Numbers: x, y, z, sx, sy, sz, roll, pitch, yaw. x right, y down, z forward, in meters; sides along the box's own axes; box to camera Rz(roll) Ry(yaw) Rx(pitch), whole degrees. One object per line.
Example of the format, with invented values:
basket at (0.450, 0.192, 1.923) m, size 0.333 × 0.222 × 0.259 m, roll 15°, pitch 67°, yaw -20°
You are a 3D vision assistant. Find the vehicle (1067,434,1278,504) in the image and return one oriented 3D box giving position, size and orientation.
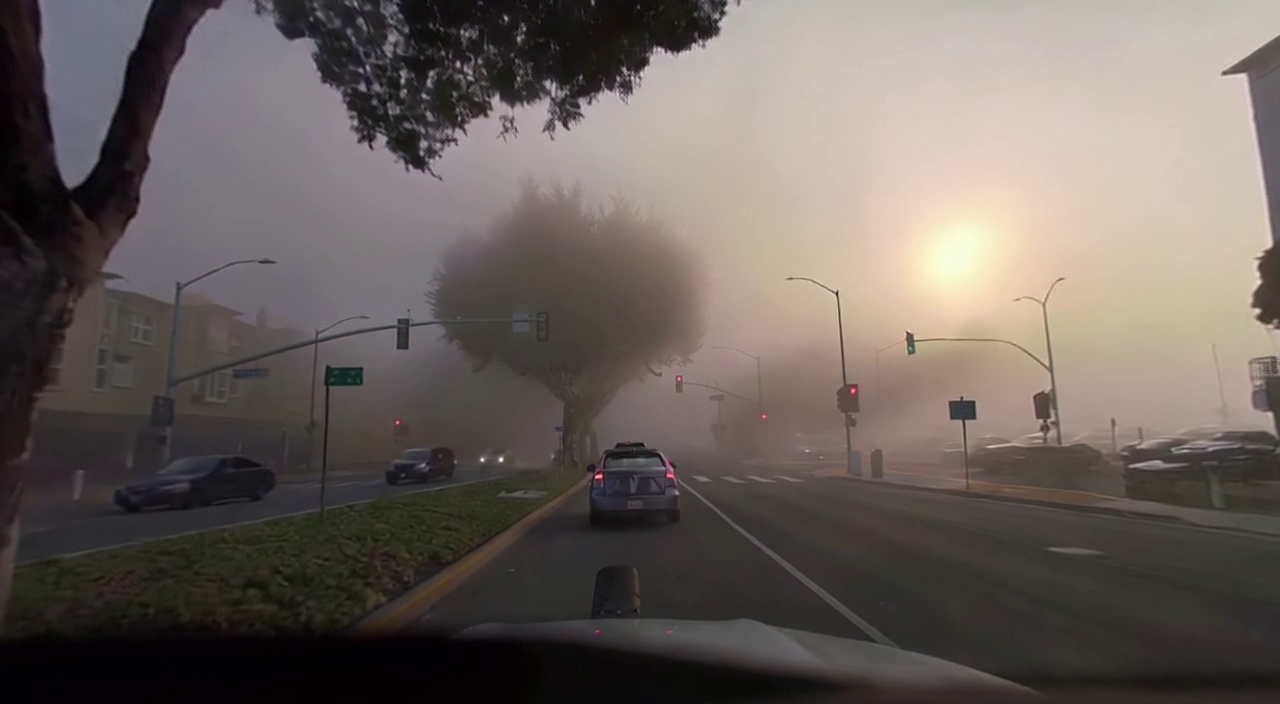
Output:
vehicle at (13.082, 2.884, 15.859) m, size 1.859 × 1.525 × 3.948 m, roll 0°, pitch -9°, yaw 1°

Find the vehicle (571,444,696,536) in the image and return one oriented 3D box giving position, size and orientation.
vehicle at (-0.188, 2.541, 12.221) m, size 2.010 × 1.447 × 4.121 m, roll 0°, pitch -9°, yaw -3°

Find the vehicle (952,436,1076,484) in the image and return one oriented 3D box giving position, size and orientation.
vehicle at (13.072, 3.797, 22.310) m, size 1.887 × 1.504 × 3.898 m, roll 0°, pitch -9°, yaw -2°

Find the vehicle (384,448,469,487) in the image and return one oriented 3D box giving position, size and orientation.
vehicle at (-8.740, 4.740, 26.233) m, size 1.994 × 1.474 × 4.411 m, roll 0°, pitch -9°, yaw 0°

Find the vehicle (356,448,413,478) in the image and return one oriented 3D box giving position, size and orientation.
vehicle at (-16.101, 7.022, 39.936) m, size 1.936 × 1.733 × 4.087 m, roll -1°, pitch -10°, yaw -1°

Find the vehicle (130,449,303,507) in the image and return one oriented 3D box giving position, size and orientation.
vehicle at (-12.292, 3.648, 18.718) m, size 2.125 × 1.495 × 4.308 m, roll 0°, pitch -9°, yaw 0°
